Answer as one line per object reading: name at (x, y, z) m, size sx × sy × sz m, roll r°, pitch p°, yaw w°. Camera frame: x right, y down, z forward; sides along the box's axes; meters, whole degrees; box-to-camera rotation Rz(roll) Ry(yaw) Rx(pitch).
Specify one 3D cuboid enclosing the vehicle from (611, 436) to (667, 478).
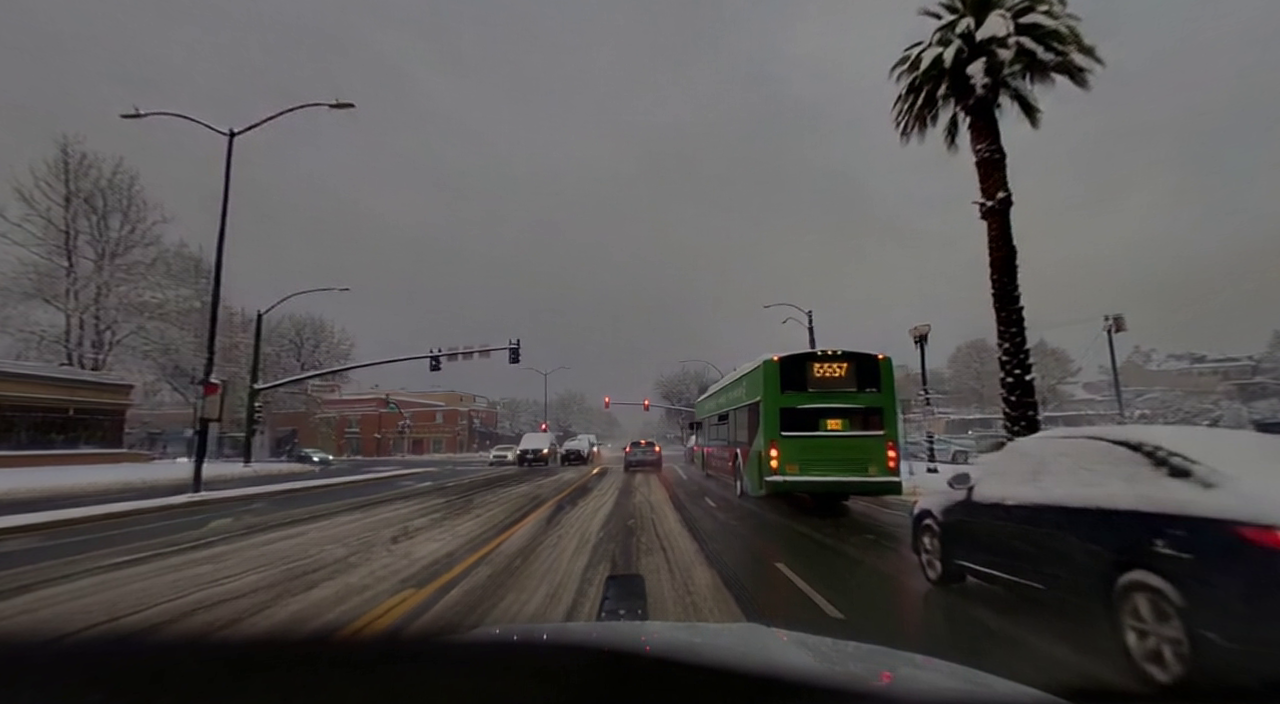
vehicle at (-0.012, 4.167, 25.243) m, size 2.060 × 1.499 × 3.831 m, roll 0°, pitch -9°, yaw 1°

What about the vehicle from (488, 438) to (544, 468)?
vehicle at (-6.780, 5.581, 35.041) m, size 1.927 × 1.480 × 4.832 m, roll -1°, pitch -9°, yaw 2°

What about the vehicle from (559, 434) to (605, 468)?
vehicle at (-3.156, 5.494, 35.216) m, size 2.020 × 1.721 × 4.366 m, roll -1°, pitch -9°, yaw 2°

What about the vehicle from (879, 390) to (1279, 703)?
vehicle at (3.606, 1.170, 4.260) m, size 1.965 × 1.519 × 5.078 m, roll 0°, pitch -9°, yaw 0°

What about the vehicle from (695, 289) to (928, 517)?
vehicle at (3.564, 1.857, 17.886) m, size 2.970 × 4.015 × 13.606 m, roll 0°, pitch -9°, yaw 1°
